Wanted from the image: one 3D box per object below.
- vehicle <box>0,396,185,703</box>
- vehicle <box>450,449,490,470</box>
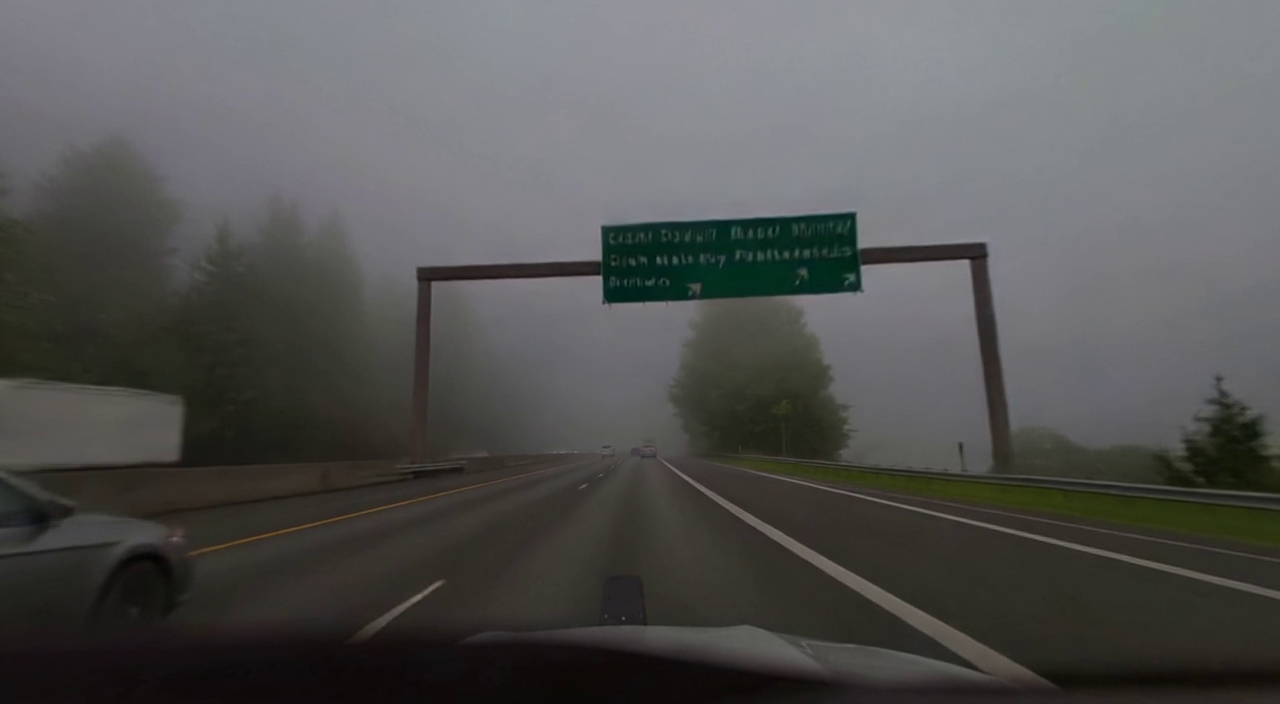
[{"bbox_3d":[-4.144,0.865,2.223,1.936,1.545,4.116,0,-9,1],"label":"vehicle"},{"bbox_3d":[-12.215,7.698,45.398,1.778,1.450,3.841,0,-9,1],"label":"vehicle"}]
